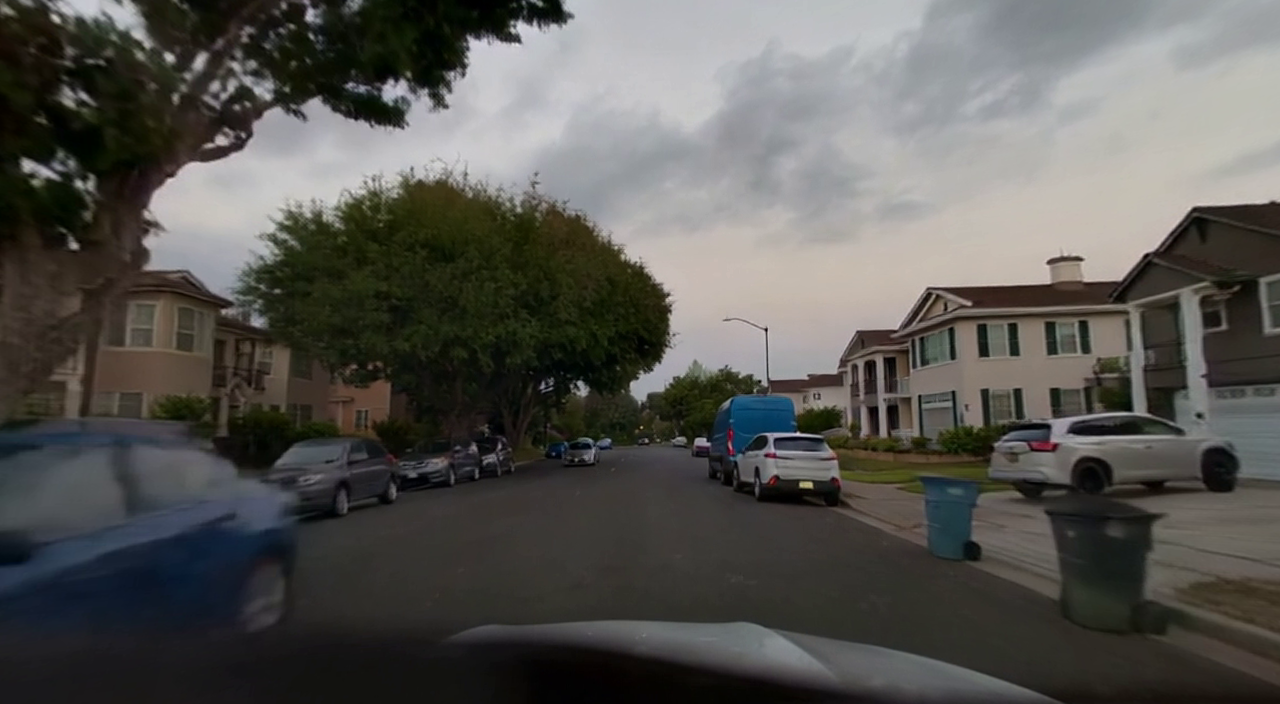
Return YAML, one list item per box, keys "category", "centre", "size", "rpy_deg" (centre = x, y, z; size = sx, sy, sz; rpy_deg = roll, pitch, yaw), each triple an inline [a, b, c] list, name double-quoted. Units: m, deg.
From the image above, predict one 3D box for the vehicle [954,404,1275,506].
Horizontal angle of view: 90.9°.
- category: "vehicle"
  centre: [8.168, 1.742, 10.997]
  size: [4.511, 1.528, 1.992]
  rpy_deg: [2, -8, -15]

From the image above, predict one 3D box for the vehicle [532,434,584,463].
- category: "vehicle"
  centre: [-4.443, 5.274, 34.719]
  size: [1.941, 1.515, 3.995]
  rpy_deg: [-1, -8, 6]

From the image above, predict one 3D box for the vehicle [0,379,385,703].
- category: "vehicle"
  centre: [-2.968, 0.973, 2.944]
  size: [1.889, 1.505, 3.849]
  rpy_deg: [0, -8, 1]

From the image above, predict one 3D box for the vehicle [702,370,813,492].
- category: "vehicle"
  centre: [3.314, 2.426, 19.325]
  size: [2.317, 3.096, 6.383]
  rpy_deg: [0, -8, 2]

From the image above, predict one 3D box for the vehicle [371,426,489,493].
- category: "vehicle"
  centre: [-5.774, 2.931, 17.788]
  size: [1.834, 1.532, 3.628]
  rpy_deg: [3, -6, 3]

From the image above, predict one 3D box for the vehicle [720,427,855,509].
- category: "vehicle"
  centre: [2.988, 2.421, 13.772]
  size: [1.955, 1.500, 4.410]
  rpy_deg: [0, -8, 1]
